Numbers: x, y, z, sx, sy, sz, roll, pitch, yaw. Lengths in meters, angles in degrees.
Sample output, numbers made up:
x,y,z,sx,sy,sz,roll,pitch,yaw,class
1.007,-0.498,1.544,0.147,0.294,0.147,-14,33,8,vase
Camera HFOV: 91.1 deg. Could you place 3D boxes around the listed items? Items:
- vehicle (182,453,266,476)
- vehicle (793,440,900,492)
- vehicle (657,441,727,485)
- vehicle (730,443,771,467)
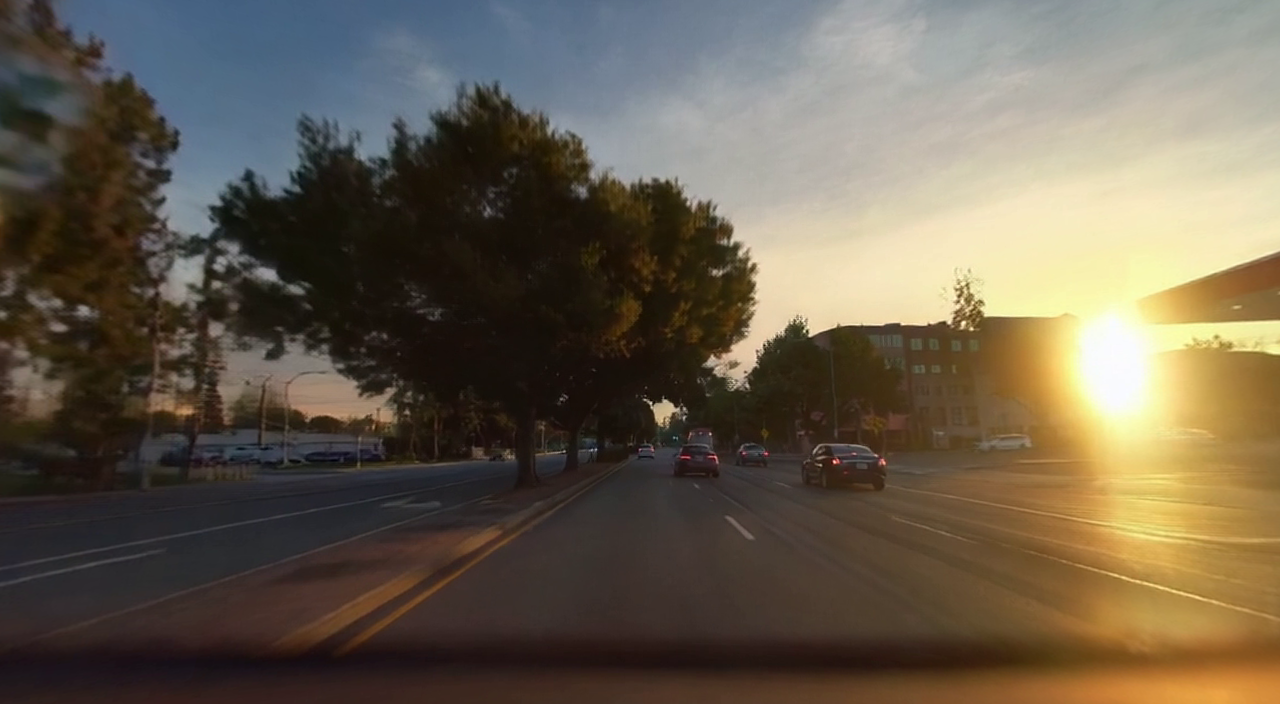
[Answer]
x,y,z,sx,sy,sz,roll,pitch,yaw,class
-29.083,7.865,43.986,4.510,1.504,2.005,-1,-8,3,vehicle
6.487,3.601,20.309,1.918,1.484,4.456,0,-8,0,vehicle
1.809,4.057,23.317,1.971,1.479,4.493,0,-8,-3,vehicle
7.245,6.809,41.556,1.930,1.479,4.477,0,-8,1,vehicle
